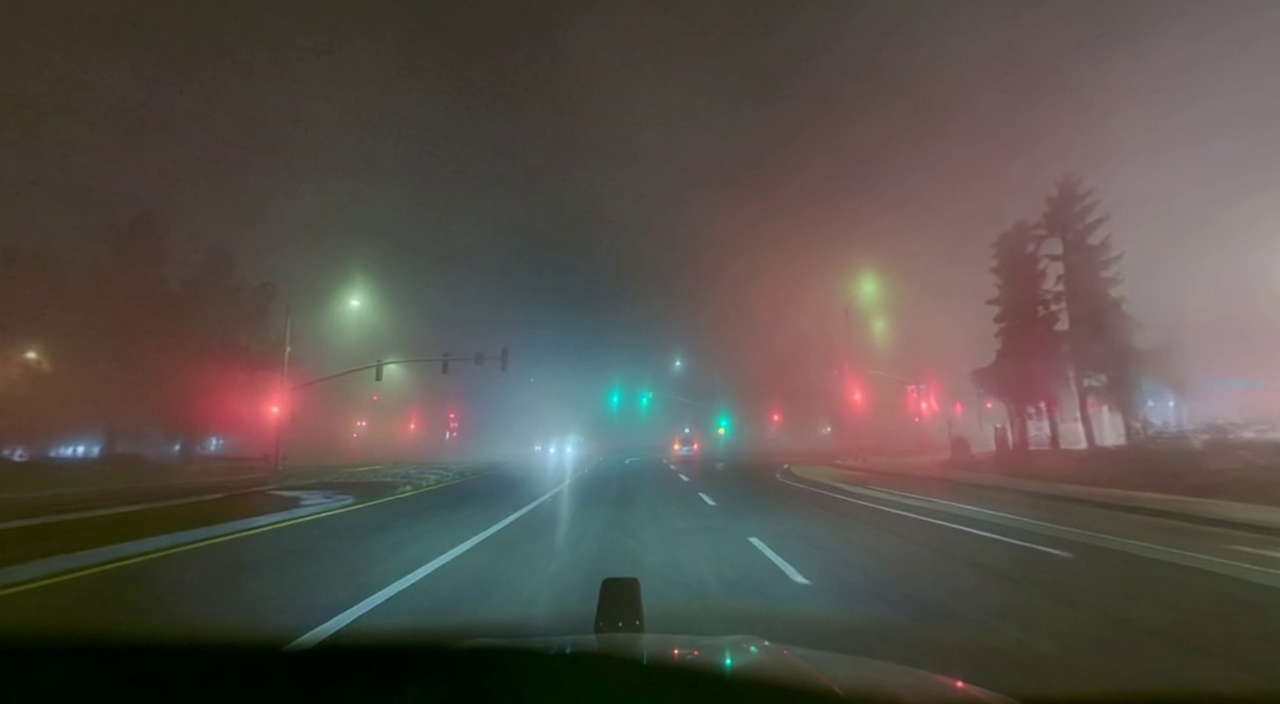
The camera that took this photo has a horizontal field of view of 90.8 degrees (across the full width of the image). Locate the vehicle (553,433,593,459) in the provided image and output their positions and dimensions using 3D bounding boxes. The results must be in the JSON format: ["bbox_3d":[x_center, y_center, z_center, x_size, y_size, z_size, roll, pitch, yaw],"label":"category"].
[{"bbox_3d":[-4.161,5.881,39.706,1.973,1.526,4.533,0,-8,0],"label":"vehicle"}]

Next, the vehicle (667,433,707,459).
[{"bbox_3d":[2.843,5.858,39.296,2.130,1.524,4.722,0,-8,0],"label":"vehicle"}]
